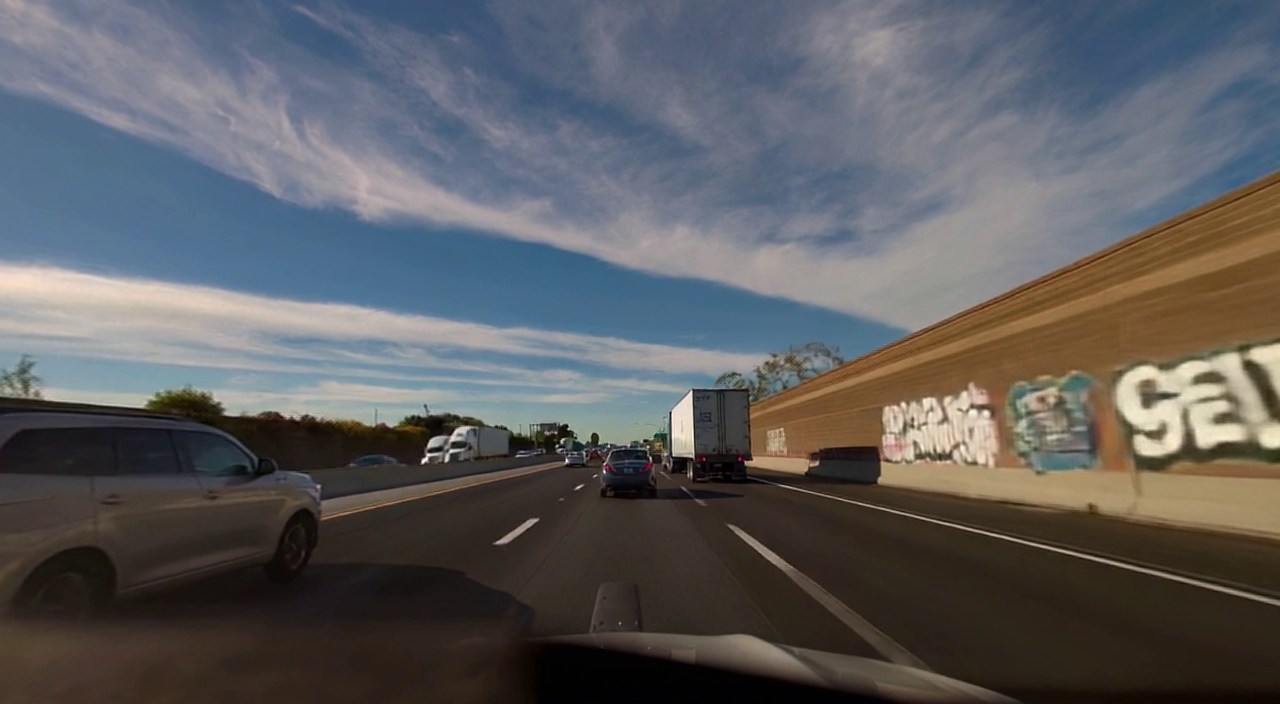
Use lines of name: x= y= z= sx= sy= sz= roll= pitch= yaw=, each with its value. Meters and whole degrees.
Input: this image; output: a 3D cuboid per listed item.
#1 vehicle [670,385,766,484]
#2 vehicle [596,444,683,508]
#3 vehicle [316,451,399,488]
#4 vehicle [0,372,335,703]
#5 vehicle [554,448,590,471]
vehicle: x=3.516 y=4.435 z=32.950 sx=2.902 sy=4.014 sz=14.446 roll=0 pitch=-9 yaw=-1
vehicle: x=-0.062 y=3.202 z=16.720 sx=2.033 sy=1.468 sz=4.015 roll=0 pitch=-9 yaw=-1
vehicle: x=-12.242 y=5.090 z=27.496 sx=1.840 sy=1.447 sz=3.868 roll=0 pitch=-9 yaw=-1
vehicle: x=-4.365 y=1.187 z=4.544 sx=1.988 sy=1.750 sz=4.711 roll=0 pitch=-9 yaw=-1
vehicle: x=-4.795 y=7.639 z=44.822 sx=2.067 sy=1.481 sz=4.085 roll=-1 pitch=-9 yaw=0
